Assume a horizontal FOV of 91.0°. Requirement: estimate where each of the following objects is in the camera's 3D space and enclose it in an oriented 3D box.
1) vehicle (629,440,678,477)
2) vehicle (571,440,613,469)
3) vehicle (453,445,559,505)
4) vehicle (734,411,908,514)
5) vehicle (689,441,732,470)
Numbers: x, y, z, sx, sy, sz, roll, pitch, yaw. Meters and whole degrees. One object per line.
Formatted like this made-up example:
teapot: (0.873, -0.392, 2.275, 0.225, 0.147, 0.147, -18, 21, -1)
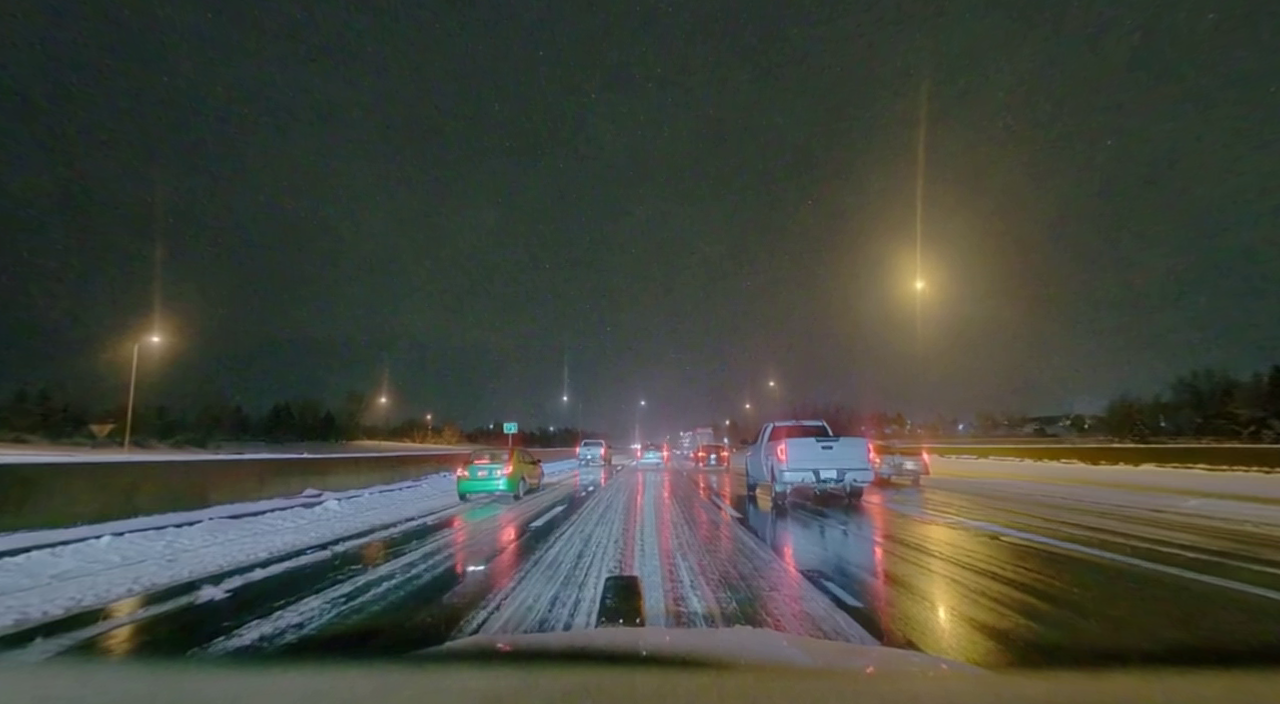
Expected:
vehicle: (0.622, 4.939, 29.472, 2.147, 1.572, 4.094, 0, -9, 1)
vehicle: (-3.041, 6.629, 40.892, 2.176, 1.783, 4.799, 0, -9, 1)
vehicle: (-3.529, 3.326, 17.480, 1.947, 1.424, 4.264, 0, -9, 1)
vehicle: (3.859, 2.514, 14.776, 2.340, 1.925, 5.529, 1, -9, -1)
vehicle: (4.307, 6.386, 39.073, 2.145, 1.636, 4.437, 0, -9, 0)
